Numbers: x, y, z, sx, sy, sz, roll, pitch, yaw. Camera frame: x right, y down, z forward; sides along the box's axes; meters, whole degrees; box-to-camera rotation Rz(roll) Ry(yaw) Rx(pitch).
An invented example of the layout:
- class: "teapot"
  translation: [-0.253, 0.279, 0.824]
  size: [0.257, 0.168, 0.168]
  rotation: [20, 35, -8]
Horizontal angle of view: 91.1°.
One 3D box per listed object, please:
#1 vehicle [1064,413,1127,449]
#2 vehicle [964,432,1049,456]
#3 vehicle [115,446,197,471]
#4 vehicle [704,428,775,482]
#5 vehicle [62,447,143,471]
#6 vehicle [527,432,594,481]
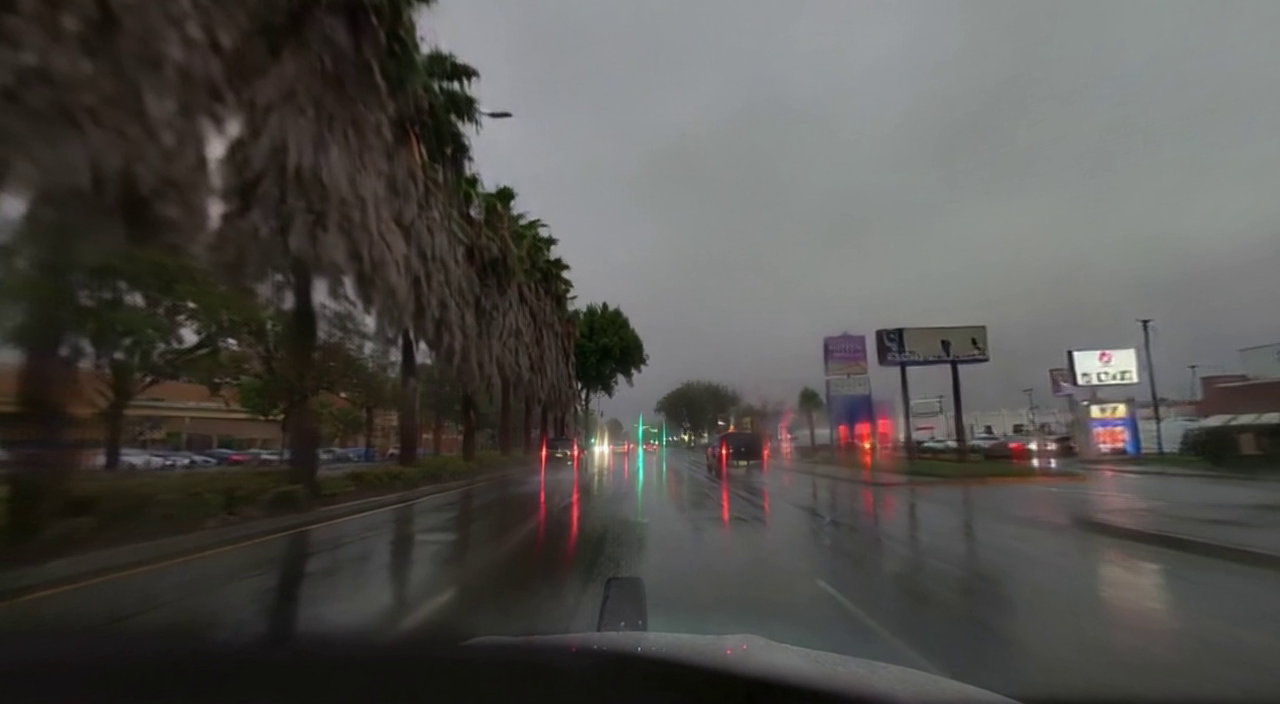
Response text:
- class: "vehicle"
  translation: [33.626, 5.864, 46.388]
  size: [2.852, 2.462, 2.062]
  rotation: [-1, -9, 0]
- class: "vehicle"
  translation: [27.081, 6.825, 46.508]
  size: [4.699, 1.608, 2.379]
  rotation: [-1, -10, -1]
- class: "vehicle"
  translation: [-36.451, 8.012, 47.463]
  size: [2.102, 1.730, 5.018]
  rotation: [0, -8, 1]
- class: "vehicle"
  translation: [3.824, 4.048, 24.877]
  size: [2.024, 1.921, 4.431]
  rotation: [0, -9, -1]
- class: "vehicle"
  translation: [-40.338, 7.986, 47.253]
  size: [2.021, 1.699, 4.499]
  rotation: [0, -8, 2]
- class: "vehicle"
  translation: [-3.043, 4.128, 25.006]
  size: [2.014, 1.775, 4.404]
  rotation: [0, -9, 1]
